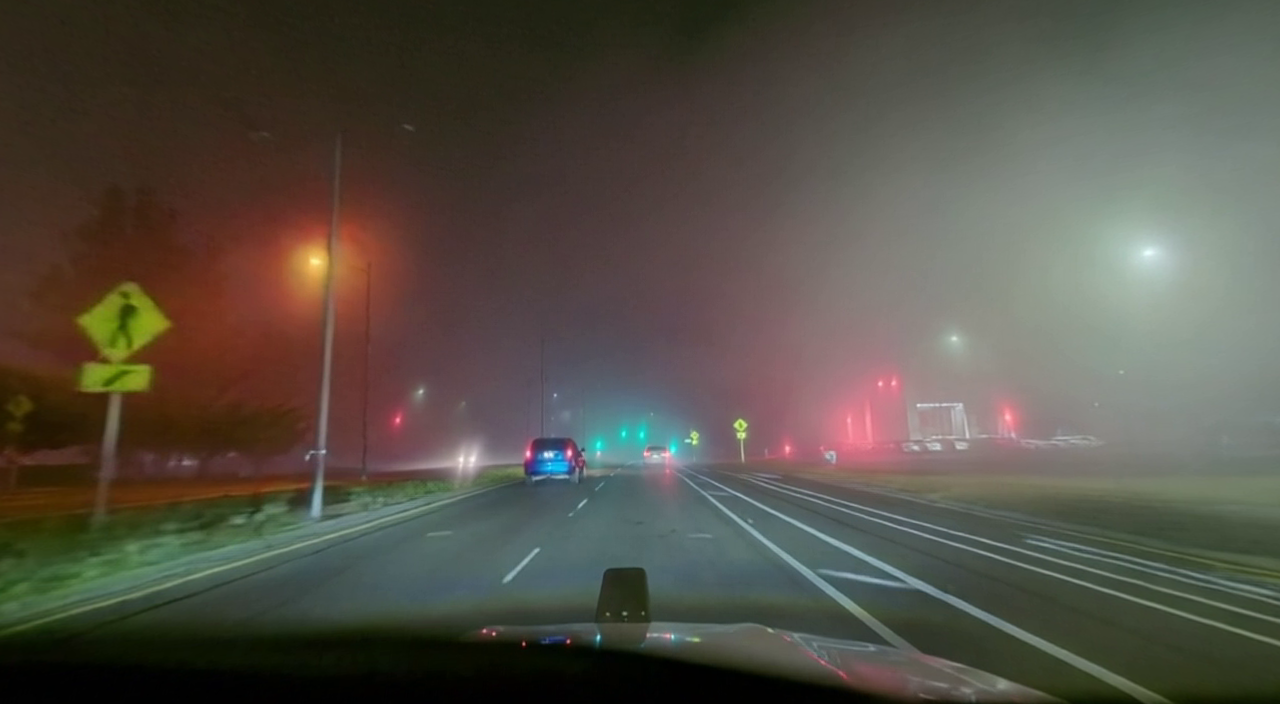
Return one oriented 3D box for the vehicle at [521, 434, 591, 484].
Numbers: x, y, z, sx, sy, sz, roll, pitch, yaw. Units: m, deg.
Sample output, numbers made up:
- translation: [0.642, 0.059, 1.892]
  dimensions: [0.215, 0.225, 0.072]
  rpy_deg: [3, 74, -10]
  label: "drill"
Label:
- translation: [-3.303, 4.322, 25.710]
  dimensions: [2.150, 1.812, 4.423]
  rpy_deg: [0, -9, 1]
  label: "vehicle"
